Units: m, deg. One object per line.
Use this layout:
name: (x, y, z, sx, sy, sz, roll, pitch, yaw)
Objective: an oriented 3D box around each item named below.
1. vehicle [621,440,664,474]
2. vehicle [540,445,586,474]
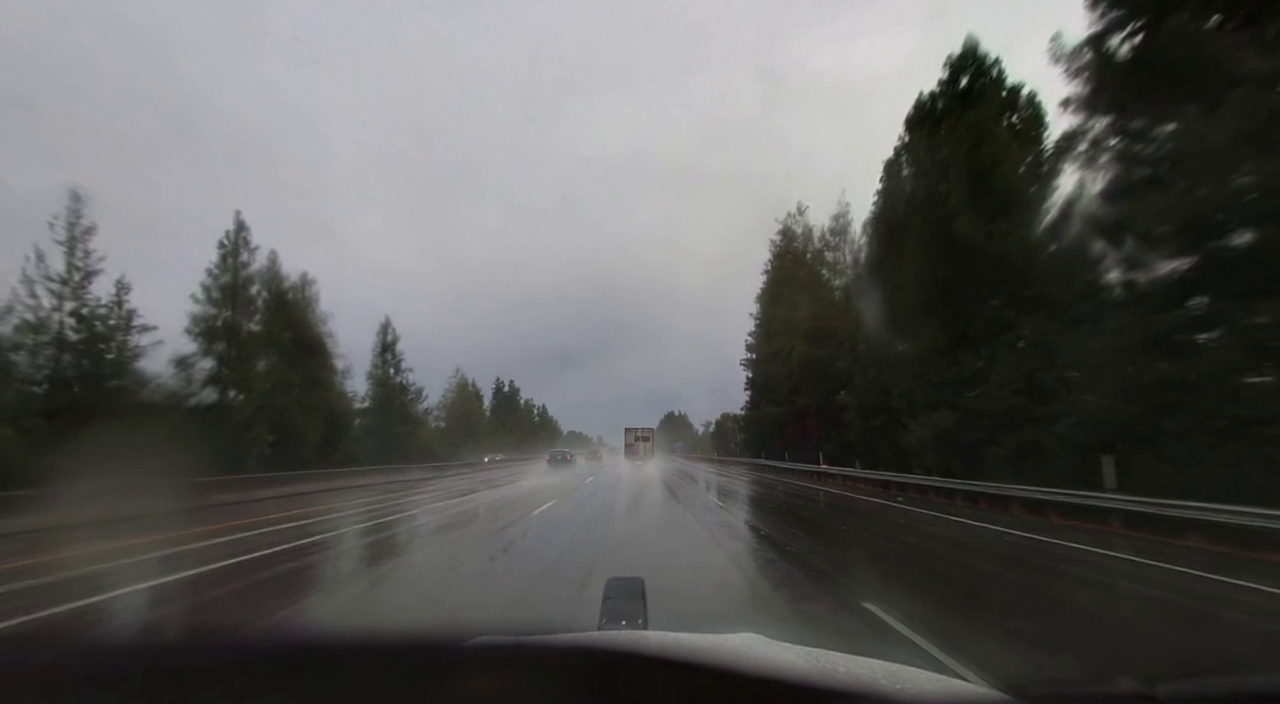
vehicle: (0.131, 5.646, 33.993, 2.172, 1.687, 3.929, 0, -9, 0)
vehicle: (-4.186, 5.959, 35.062, 2.031, 1.482, 4.248, 0, -9, 0)
